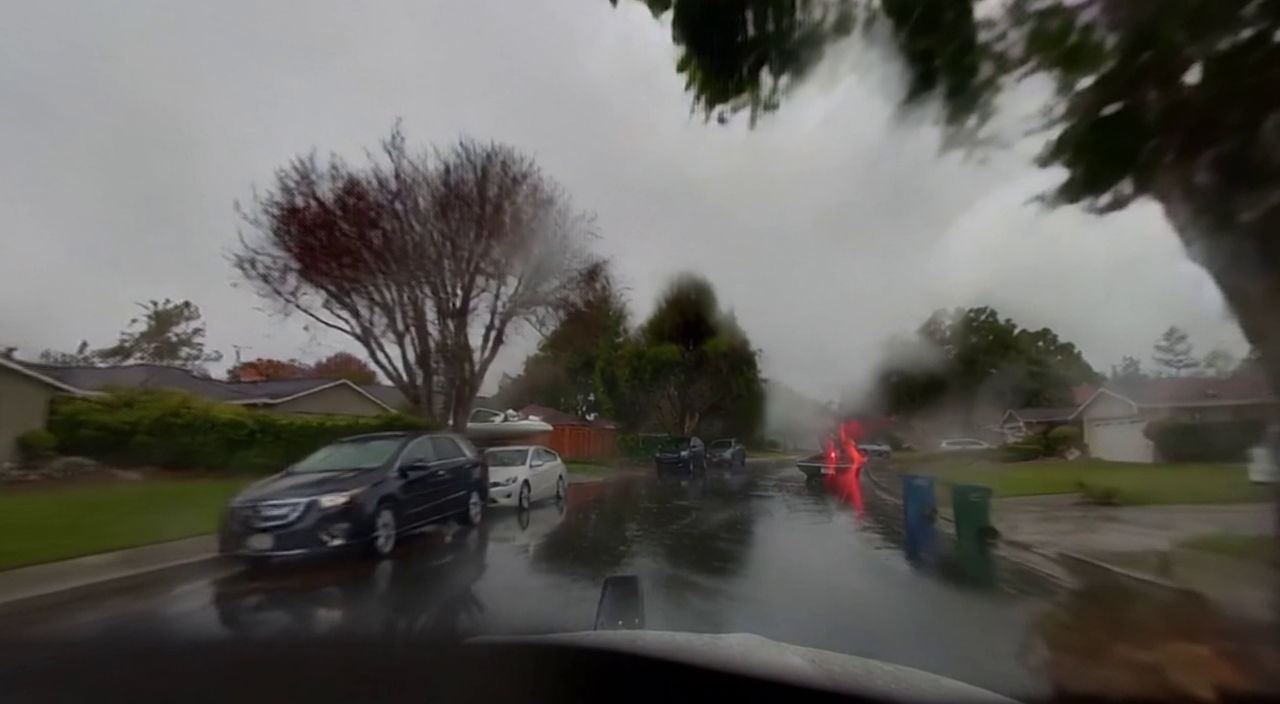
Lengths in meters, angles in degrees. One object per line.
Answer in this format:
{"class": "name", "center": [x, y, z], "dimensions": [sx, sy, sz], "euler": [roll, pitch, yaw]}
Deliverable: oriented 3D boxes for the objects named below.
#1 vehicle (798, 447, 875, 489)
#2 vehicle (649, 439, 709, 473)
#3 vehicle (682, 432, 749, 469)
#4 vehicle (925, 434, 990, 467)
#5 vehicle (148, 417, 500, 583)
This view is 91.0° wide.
{"class": "vehicle", "center": [8.664, 4.926, 27.423], "dimensions": [2.804, 1.336, 6.700], "euler": [-2, -7, 19]}
{"class": "vehicle", "center": [2.222, 5.699, 34.662], "dimensions": [2.052, 1.745, 4.737], "euler": [-3, -9, 19]}
{"class": "vehicle", "center": [5.218, 6.628, 42.538], "dimensions": [2.632, 2.249, 6.179], "euler": [-4, -9, 24]}
{"class": "vehicle", "center": [21.245, 6.601, 42.252], "dimensions": [3.470, 2.123, 1.584], "euler": [0, -7, 6]}
{"class": "vehicle", "center": [-4.116, 1.920, 9.568], "dimensions": [2.274, 1.784, 5.090], "euler": [-1, -7, 7]}
